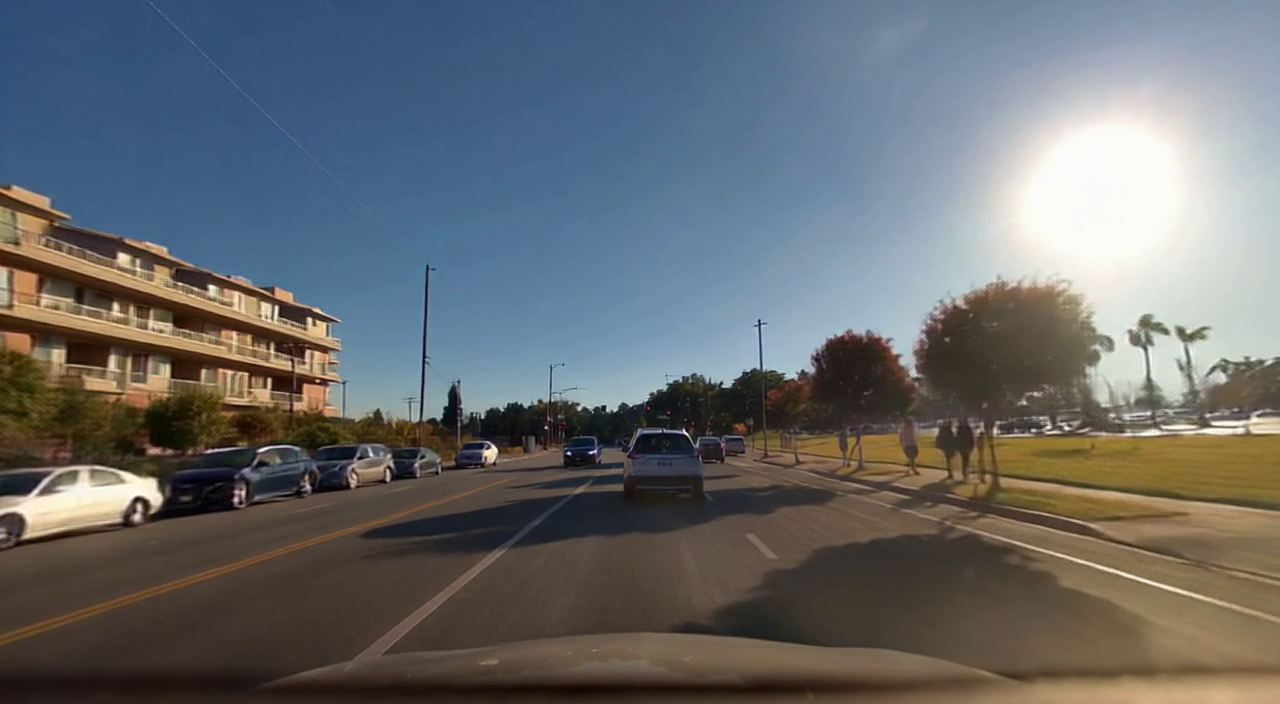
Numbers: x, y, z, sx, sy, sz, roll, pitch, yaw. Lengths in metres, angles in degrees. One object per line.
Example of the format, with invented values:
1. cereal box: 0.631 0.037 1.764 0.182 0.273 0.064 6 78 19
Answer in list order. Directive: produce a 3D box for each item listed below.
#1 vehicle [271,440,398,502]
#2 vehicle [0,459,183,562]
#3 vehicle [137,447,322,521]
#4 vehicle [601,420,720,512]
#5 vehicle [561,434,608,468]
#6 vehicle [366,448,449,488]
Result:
1. vehicle: -10.261 3.979 21.672 1.940 1.816 4.721 -1 -7 1
2. vehicle: -10.607 2.644 10.933 1.839 1.474 4.694 0 -9 0
3. vehicle: -10.394 3.310 16.463 1.869 1.647 4.281 0 -9 1
4. vehicle: 0.348 2.323 13.219 2.132 1.632 3.838 0 -9 0
5. vehicle: -2.942 5.402 34.516 2.086 1.702 4.451 0 -9 1
6. vehicle: -10.098 5.027 27.821 1.860 1.487 4.658 -1 -8 0
